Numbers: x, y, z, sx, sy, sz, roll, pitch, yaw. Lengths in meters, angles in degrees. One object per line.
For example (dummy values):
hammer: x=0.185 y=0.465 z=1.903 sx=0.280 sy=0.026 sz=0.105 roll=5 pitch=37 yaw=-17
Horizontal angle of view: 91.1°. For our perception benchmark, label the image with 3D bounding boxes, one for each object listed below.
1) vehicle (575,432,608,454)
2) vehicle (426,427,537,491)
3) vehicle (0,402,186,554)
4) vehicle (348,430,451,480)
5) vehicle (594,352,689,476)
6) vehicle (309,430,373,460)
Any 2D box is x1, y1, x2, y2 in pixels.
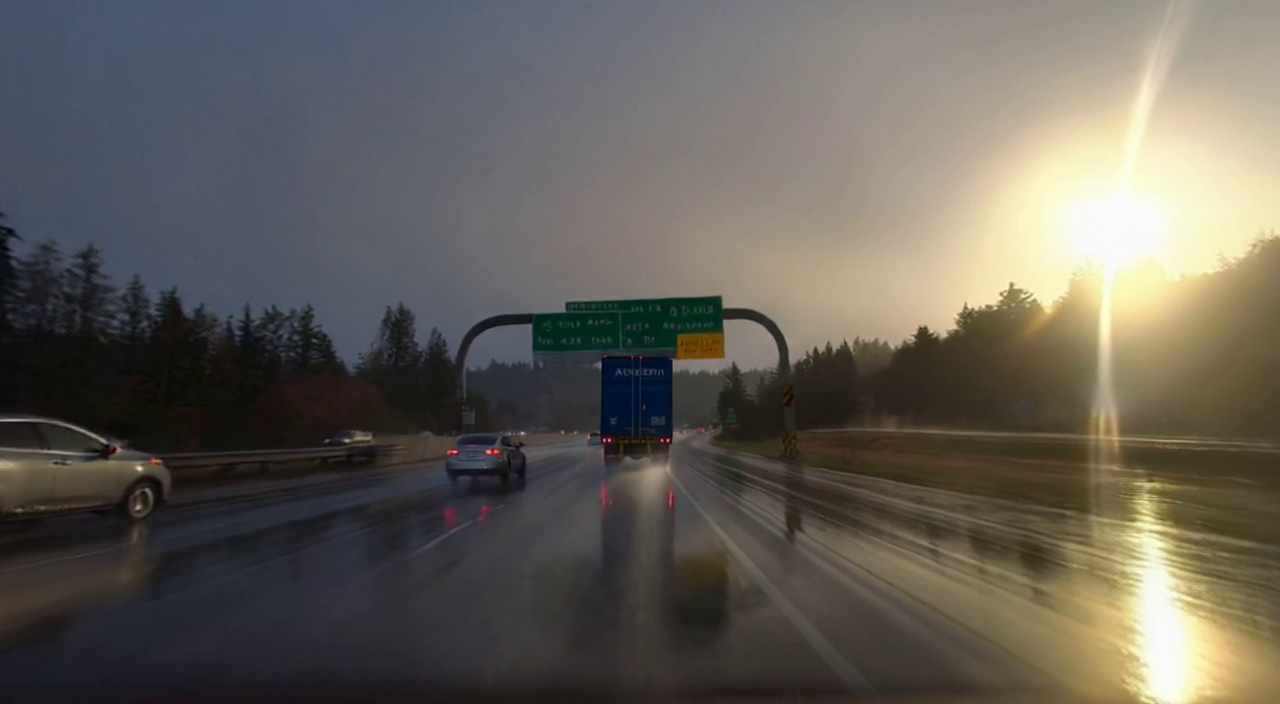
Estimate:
vehicle: x=-3.751 y=7.132 z=49.551 sx=2.104 sy=1.653 sz=4.302 roll=-1 pitch=-8 yaw=3
vehicle: x=-4.073 y=2.798 z=16.846 sx=1.933 sy=1.492 sz=3.838 roll=0 pitch=-8 yaw=0
vehicle: x=-8.047 y=1.485 z=7.637 sx=1.990 sy=1.654 sz=4.129 roll=0 pitch=-8 yaw=-1
vehicle: x=-8.014 y=3.446 z=21.377 sx=1.943 sy=1.500 sz=4.011 roll=0 pitch=-8 yaw=-1
vehicle: x=-0.083 y=2.756 z=26.327 sx=3.118 sy=4.106 sz=10.719 roll=0 pitch=-8 yaw=-1
vehicle: x=-19.868 y=6.185 z=41.991 sx=1.971 sy=1.812 sz=4.441 roll=0 pitch=-8 yaw=1
